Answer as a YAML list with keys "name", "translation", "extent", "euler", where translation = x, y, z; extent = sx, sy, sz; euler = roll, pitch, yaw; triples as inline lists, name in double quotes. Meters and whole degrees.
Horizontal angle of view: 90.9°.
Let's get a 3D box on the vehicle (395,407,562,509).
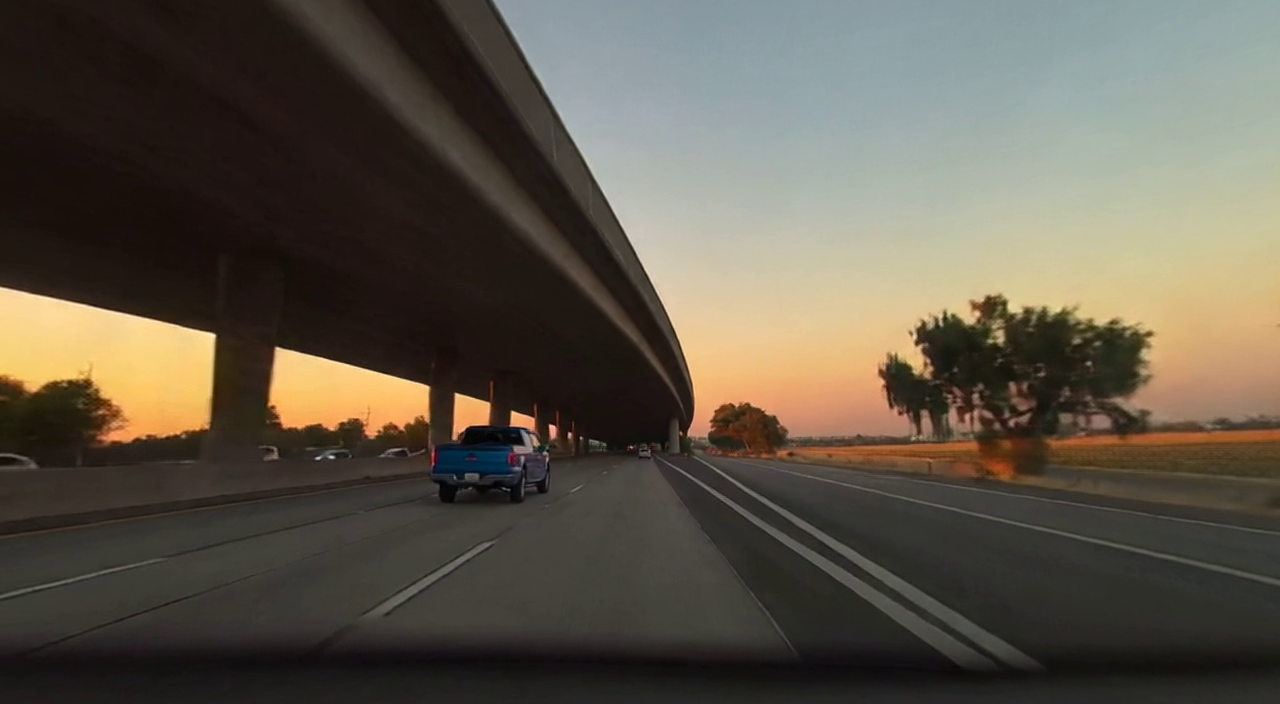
- name: "vehicle"
  translation: [-3.712, 2.638, 16.131]
  extent: [2.601, 2.084, 6.068]
  euler: [0, -8, 0]
